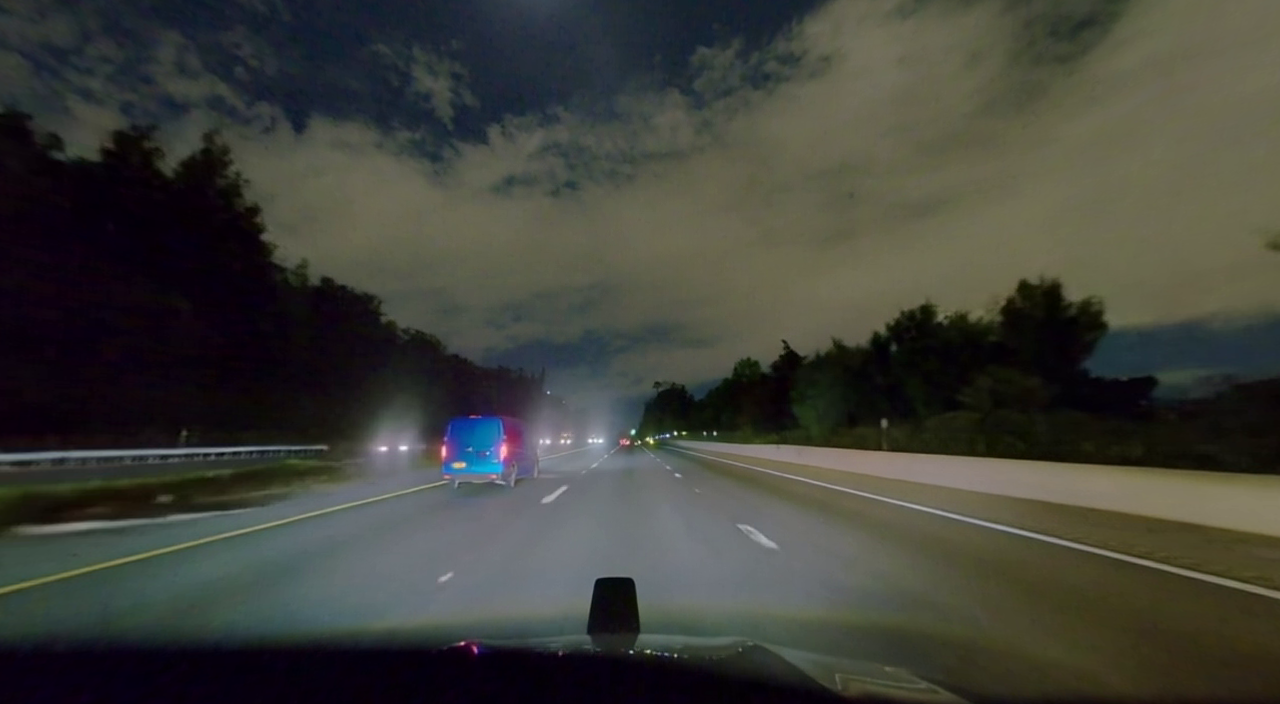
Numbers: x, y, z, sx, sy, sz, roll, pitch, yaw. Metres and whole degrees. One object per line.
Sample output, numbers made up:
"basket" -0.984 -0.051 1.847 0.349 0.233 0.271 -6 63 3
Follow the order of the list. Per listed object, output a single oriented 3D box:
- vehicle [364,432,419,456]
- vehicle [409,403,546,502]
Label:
"vehicle" -16.353 6.066 41.673 1.795 1.476 4.616 1 -8 -1
"vehicle" -3.681 2.381 15.341 2.297 2.011 4.736 0 -8 -3
